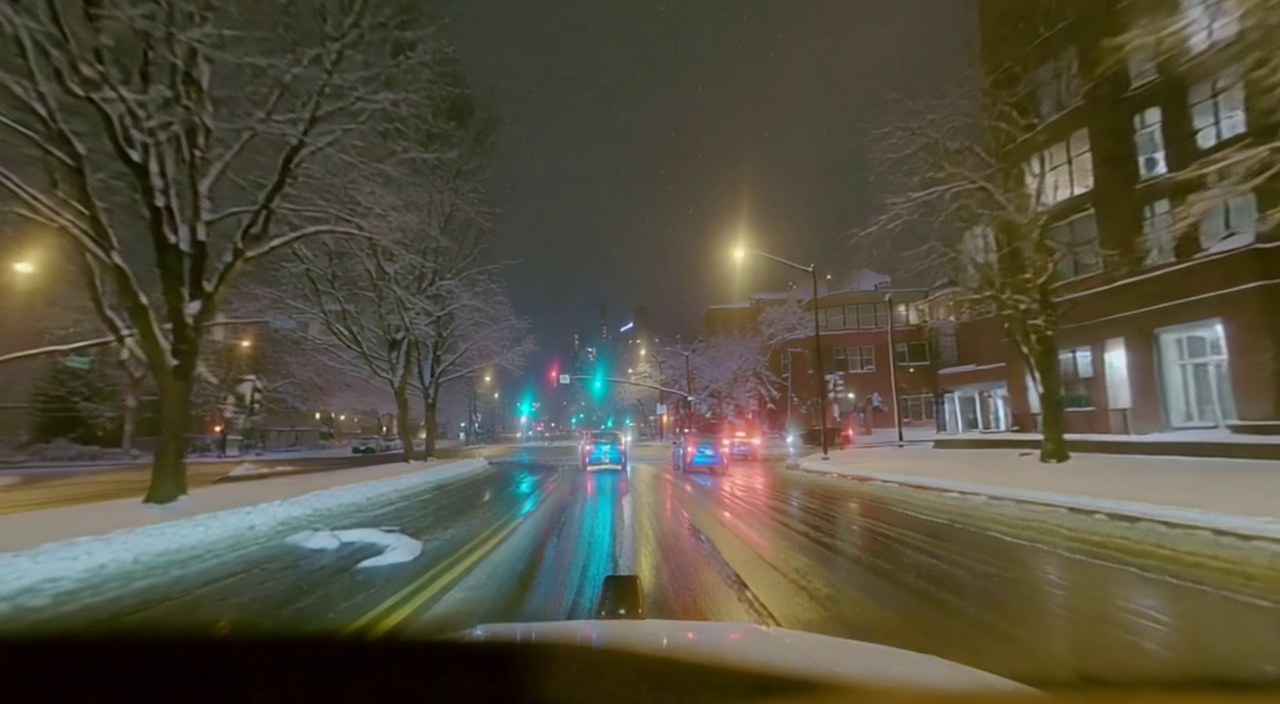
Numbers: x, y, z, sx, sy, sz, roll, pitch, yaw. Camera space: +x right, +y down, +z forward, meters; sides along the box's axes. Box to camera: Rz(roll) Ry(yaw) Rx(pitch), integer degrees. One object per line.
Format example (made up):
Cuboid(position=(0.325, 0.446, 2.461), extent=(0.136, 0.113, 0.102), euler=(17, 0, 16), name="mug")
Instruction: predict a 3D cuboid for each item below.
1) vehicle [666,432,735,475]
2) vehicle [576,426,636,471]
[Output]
Cuboid(position=(2.229, 3.900, 24.476), extent=(1.918, 1.479, 4.468), euler=(1, -9, -4), name="vehicle")
Cuboid(position=(-1.506, 4.020, 26.379), extent=(2.317, 1.713, 4.231), euler=(1, -9, -6), name="vehicle")
